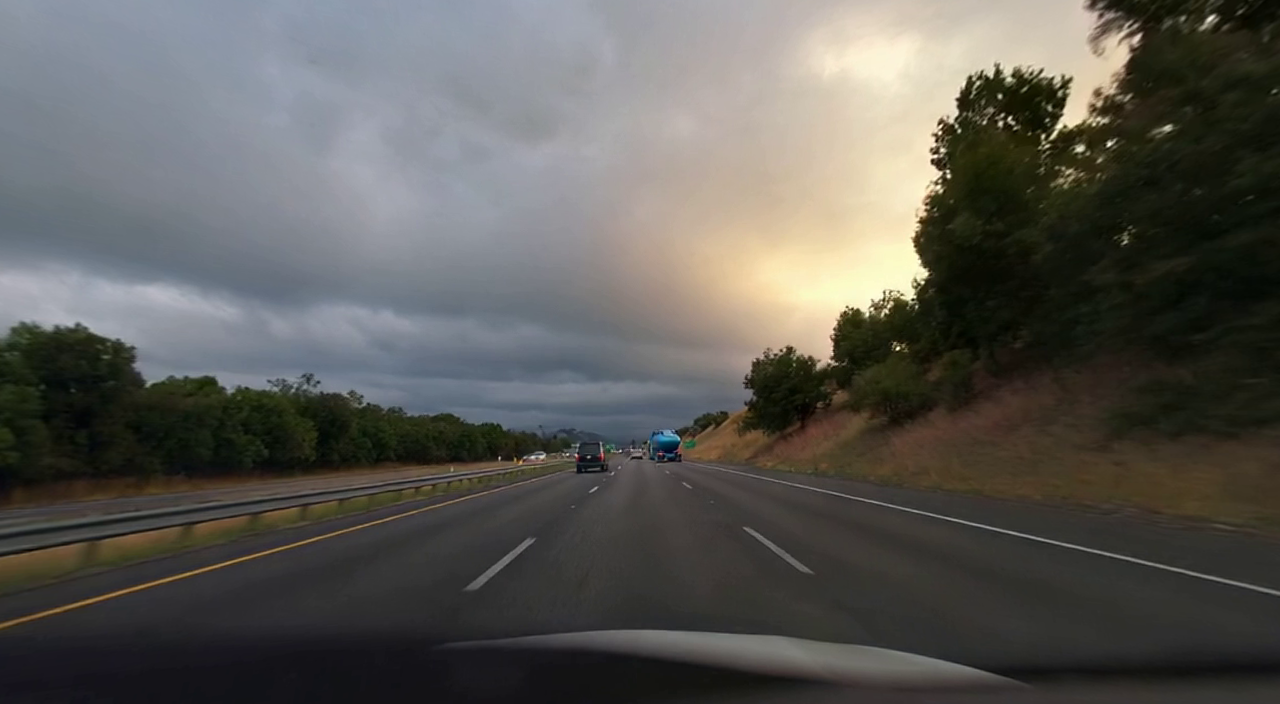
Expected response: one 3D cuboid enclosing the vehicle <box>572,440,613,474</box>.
[{"bbox_3d":[-2.912,6.564,39.649,2.190,1.949,4.883,-1,-9,0],"label":"vehicle"}]
